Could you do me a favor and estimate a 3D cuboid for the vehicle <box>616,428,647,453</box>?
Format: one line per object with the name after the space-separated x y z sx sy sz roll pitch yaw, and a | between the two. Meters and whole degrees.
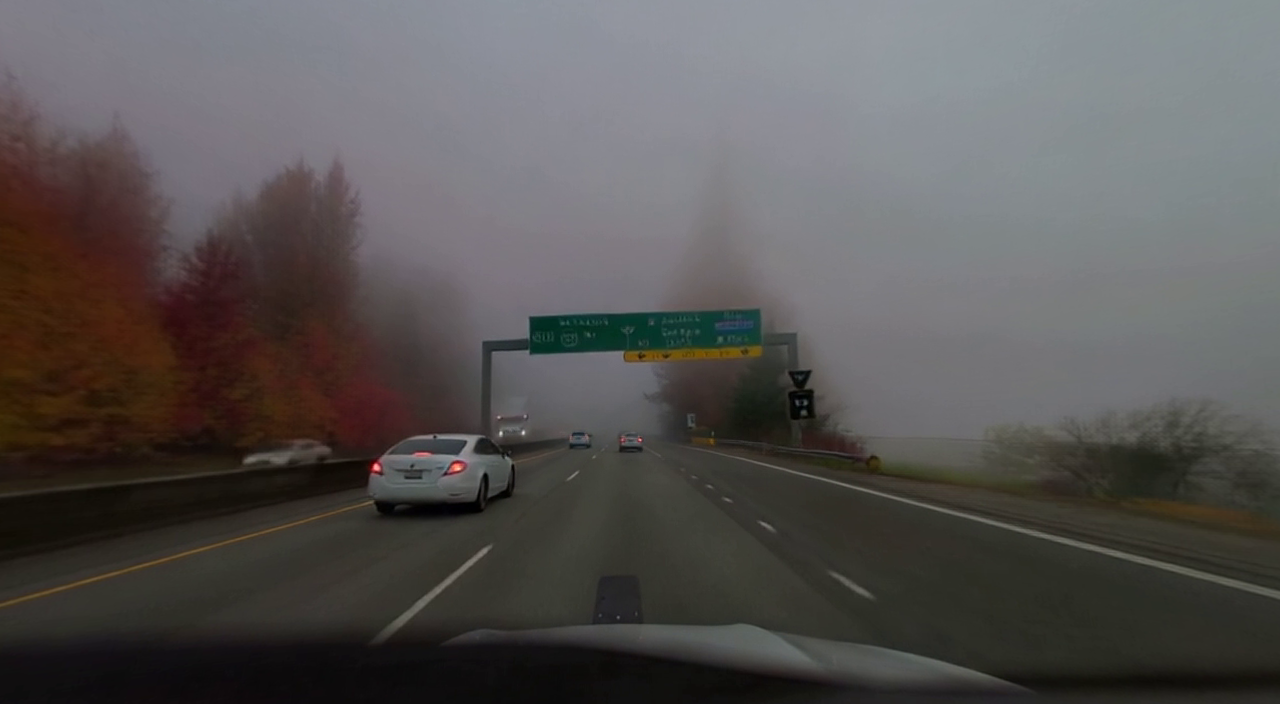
-0.627 6.121 43.588 2.054 1.609 3.859 0 -8 -1 | vehicle

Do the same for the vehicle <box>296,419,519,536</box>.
-3.463 1.941 10.509 1.989 1.497 4.645 0 -8 -1 | vehicle

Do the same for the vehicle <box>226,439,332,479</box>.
-15.479 4.582 27.301 1.942 1.528 4.641 0 -8 -1 | vehicle

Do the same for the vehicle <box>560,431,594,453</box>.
-4.492 6.522 45.646 2.071 1.524 4.398 0 -8 -1 | vehicle
